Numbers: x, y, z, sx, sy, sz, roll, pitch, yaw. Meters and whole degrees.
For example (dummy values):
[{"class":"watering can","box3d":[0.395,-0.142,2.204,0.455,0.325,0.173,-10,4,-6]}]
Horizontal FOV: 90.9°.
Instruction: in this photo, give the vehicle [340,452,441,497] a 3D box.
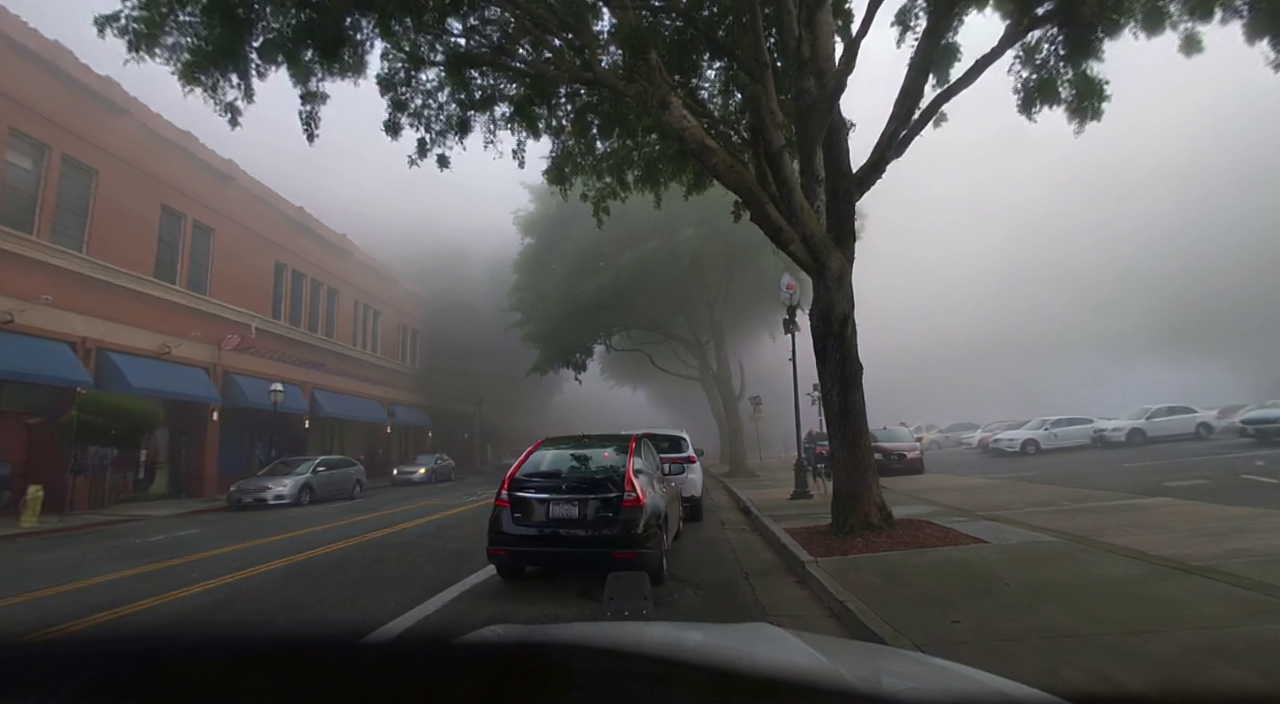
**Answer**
[{"class":"vehicle","box3d":[-10.265,5.032,26.280,1.826,1.432,4.556,-7,-9,8]}]

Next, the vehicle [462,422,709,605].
[{"class":"vehicle","box3d":[-0.279,1.635,7.297,1.939,1.478,3.922,-2,-8,9]}]

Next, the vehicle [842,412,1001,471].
[{"class":"vehicle","box3d":[9.037,2.831,20.242,4.558,1.528,1.915,0,-8,-23]}]

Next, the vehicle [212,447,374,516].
[{"class":"vehicle","box3d":[-11.013,4.069,20.589,2.081,1.718,5.342,-6,-9,3]}]
